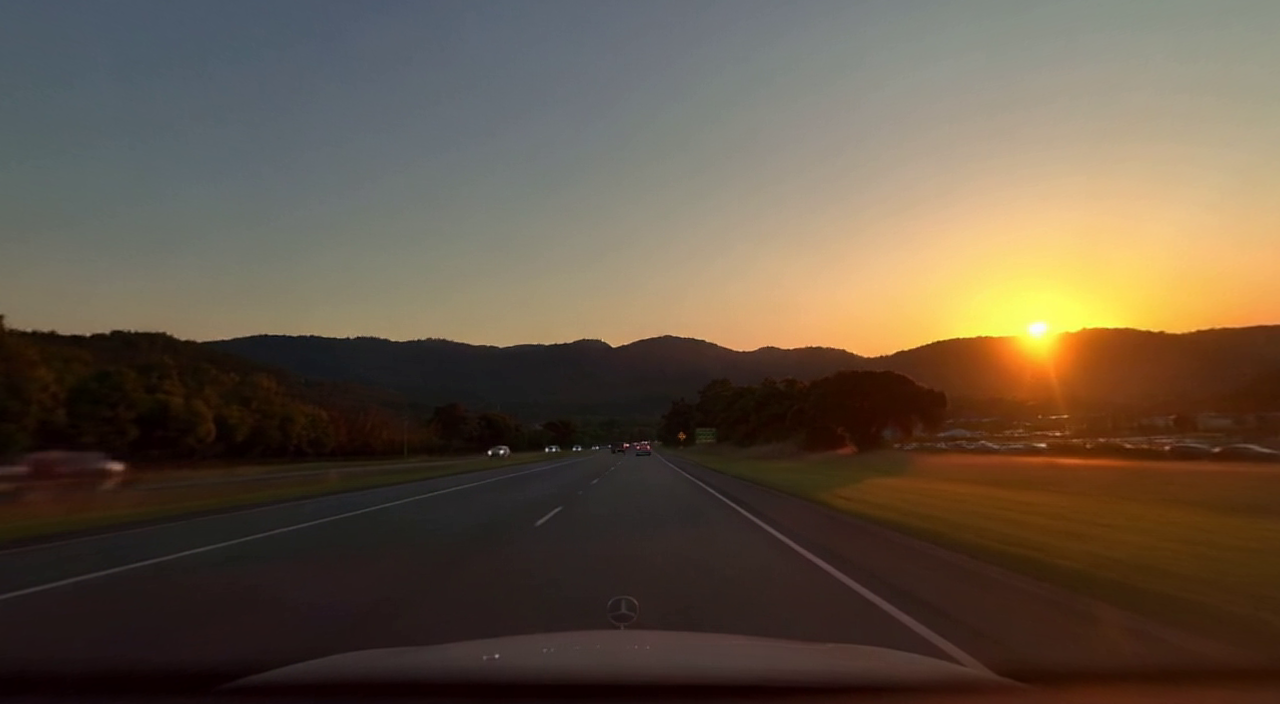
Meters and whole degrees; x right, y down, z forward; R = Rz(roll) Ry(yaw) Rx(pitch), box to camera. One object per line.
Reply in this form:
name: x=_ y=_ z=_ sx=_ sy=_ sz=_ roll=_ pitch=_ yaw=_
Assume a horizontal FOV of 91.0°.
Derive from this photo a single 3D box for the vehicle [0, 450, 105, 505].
vehicle: x=-19.221 y=3.746 z=18.996 sx=1.960 sy=1.519 sz=4.654 roll=0 pitch=-9 yaw=2
